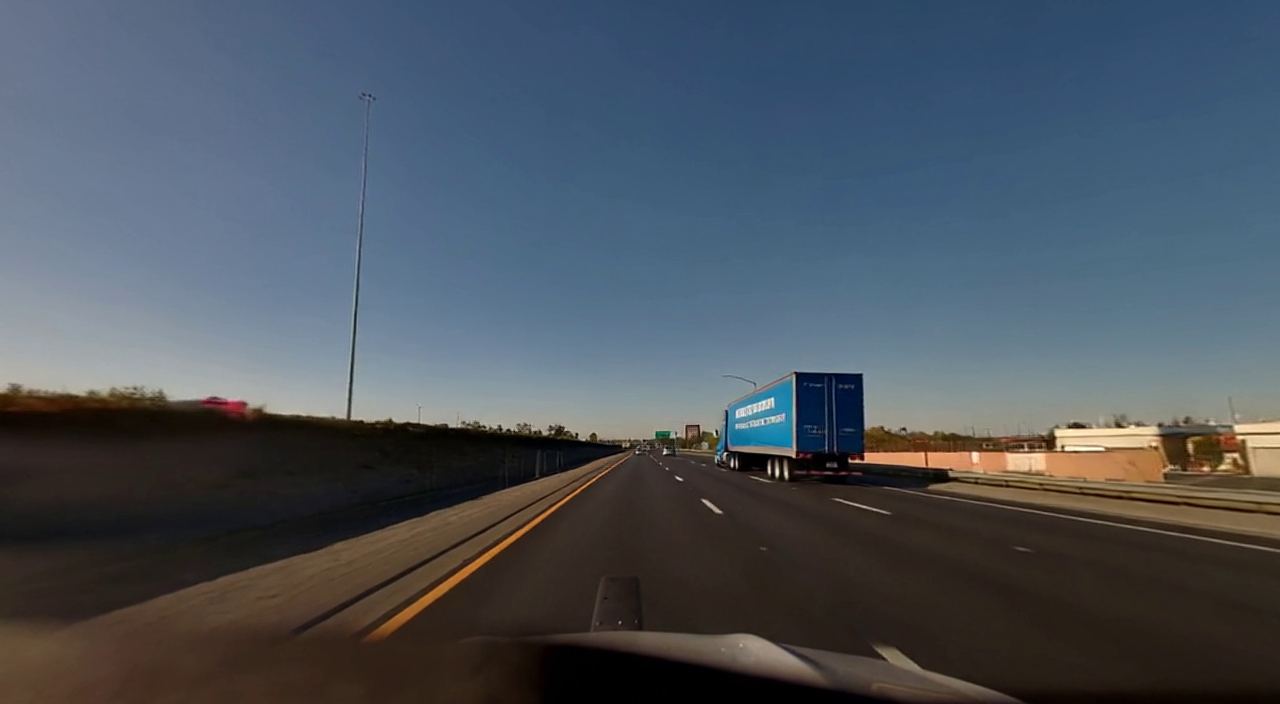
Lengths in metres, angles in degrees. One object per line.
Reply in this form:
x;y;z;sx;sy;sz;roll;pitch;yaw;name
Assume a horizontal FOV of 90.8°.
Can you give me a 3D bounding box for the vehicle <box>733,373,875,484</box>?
7.261;4.005;31.520;2.912;4.153;15.866;0;-8;0;vehicle
